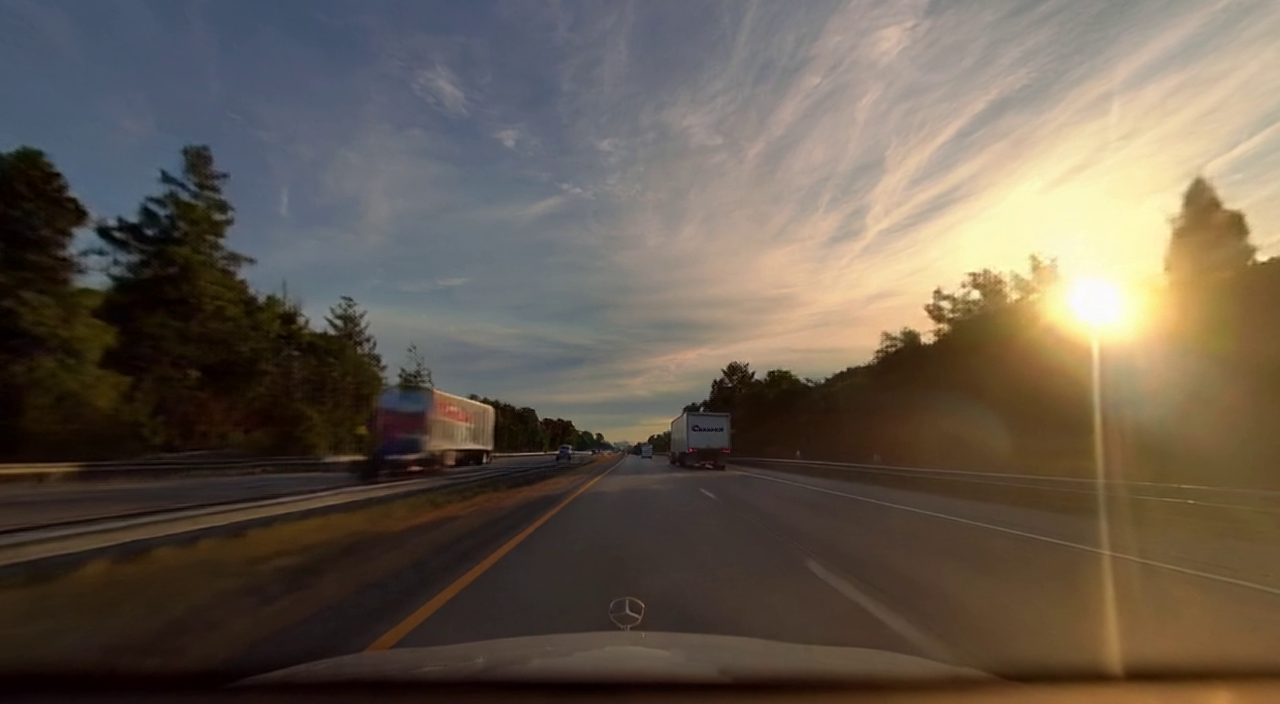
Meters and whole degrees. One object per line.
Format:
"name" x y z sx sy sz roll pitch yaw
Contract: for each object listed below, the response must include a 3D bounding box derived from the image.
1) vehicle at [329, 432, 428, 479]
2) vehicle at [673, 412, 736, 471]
"vehicle" -9.048 3.612 22.188 1.835 1.494 3.900 0 -9 -1
"vehicle" 4.078 6.155 42.858 2.876 3.419 11.591 0 -9 -1
